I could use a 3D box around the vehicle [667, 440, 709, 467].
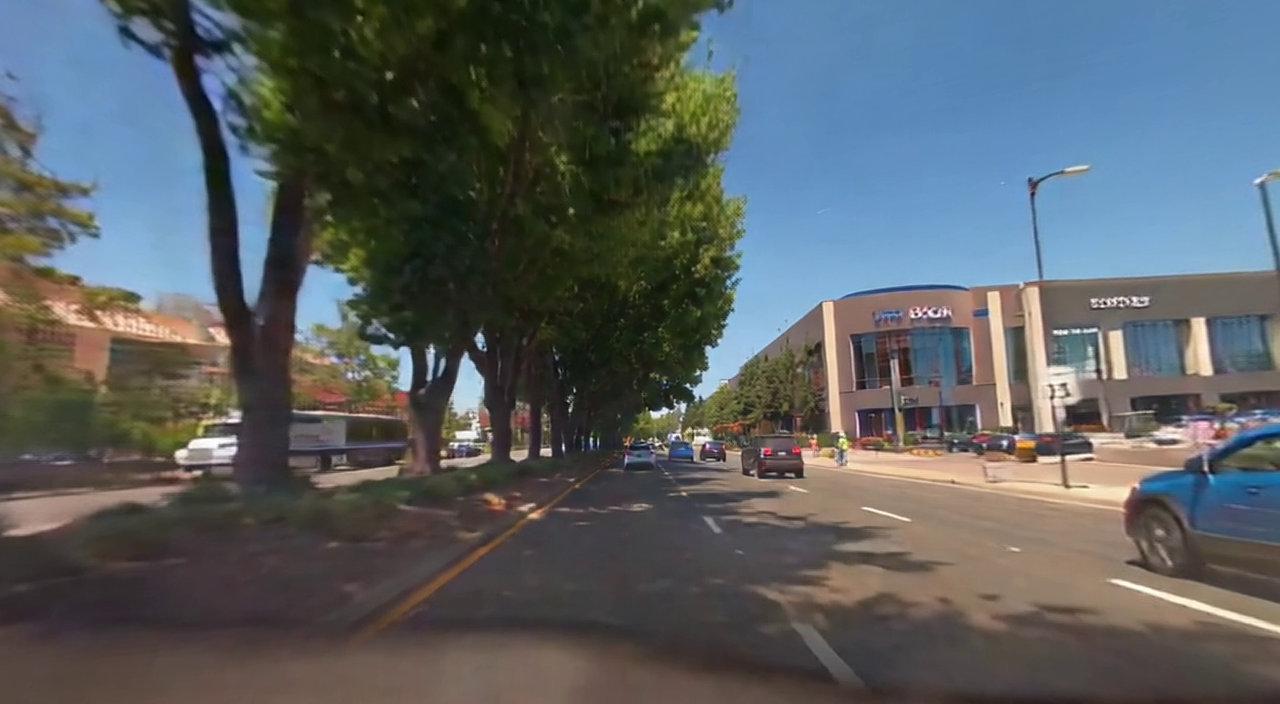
[{"bbox_3d":[2.641,5.659,35.382,1.970,1.402,3.756,0,-8,-1],"label":"vehicle"}]

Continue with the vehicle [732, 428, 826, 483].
[{"bbox_3d":[4.953,3.760,23.328,2.140,1.811,4.593,1,-8,-4],"label":"vehicle"}]

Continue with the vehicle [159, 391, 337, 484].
[{"bbox_3d":[-19.210,4.345,31.967,2.999,4.017,8.806,0,-8,2],"label":"vehicle"}]

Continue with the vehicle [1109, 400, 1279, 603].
[{"bbox_3d":[6.222,1.177,4.828,1.949,1.647,4.261,0,-8,0],"label":"vehicle"}]

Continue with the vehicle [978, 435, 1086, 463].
[{"bbox_3d":[20.179,4.996,32.640,4.342,1.388,1.946,0,-8,-2],"label":"vehicle"}]

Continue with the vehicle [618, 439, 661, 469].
[{"bbox_3d":[-0.042,5.250,32.682,2.056,1.440,3.798,0,-8,-1],"label":"vehicle"}]
